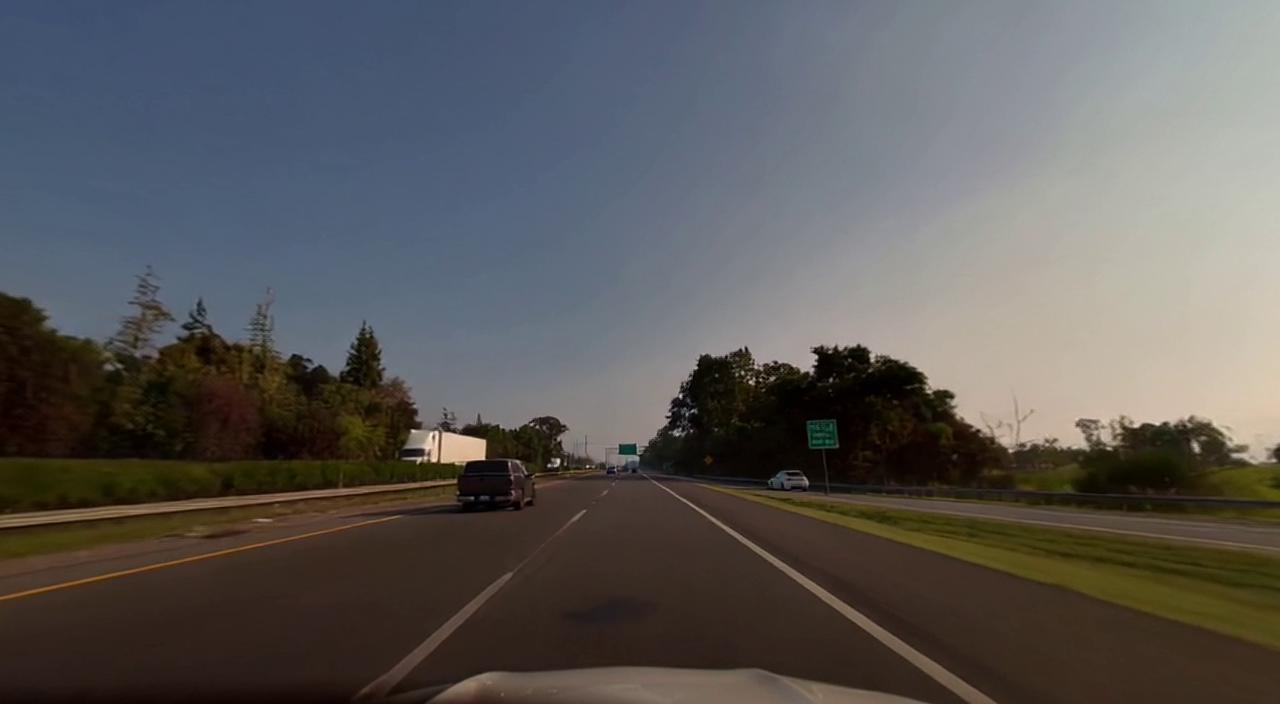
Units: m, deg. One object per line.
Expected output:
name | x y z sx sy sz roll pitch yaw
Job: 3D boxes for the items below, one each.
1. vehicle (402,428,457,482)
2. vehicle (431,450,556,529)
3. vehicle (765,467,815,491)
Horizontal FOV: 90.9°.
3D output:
vehicle | -16.350 8.076 49.217 2.997 4.013 3.159 1 -10 -1
vehicle | -3.426 3.353 15.773 1.912 1.631 4.672 1 -11 1
vehicle | 10.095 8.611 42.856 1.993 1.512 4.314 2 -11 -5
